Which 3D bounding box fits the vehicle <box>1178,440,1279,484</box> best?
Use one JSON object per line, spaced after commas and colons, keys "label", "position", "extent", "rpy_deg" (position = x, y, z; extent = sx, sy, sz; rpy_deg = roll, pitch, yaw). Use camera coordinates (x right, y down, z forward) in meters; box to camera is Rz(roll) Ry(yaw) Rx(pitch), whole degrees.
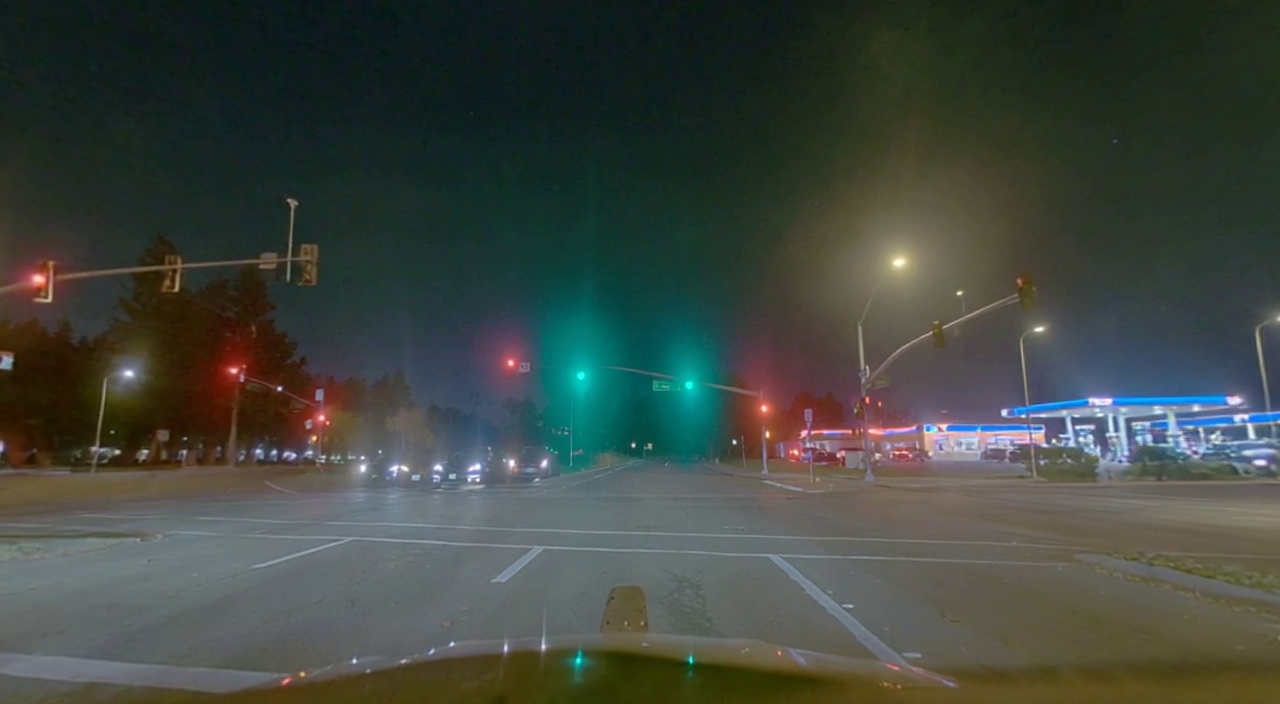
{"label": "vehicle", "position": [22.101, 3.779, 21.828], "extent": [4.716, 1.455, 2.060], "rpy_deg": [-3, -9, 17]}
